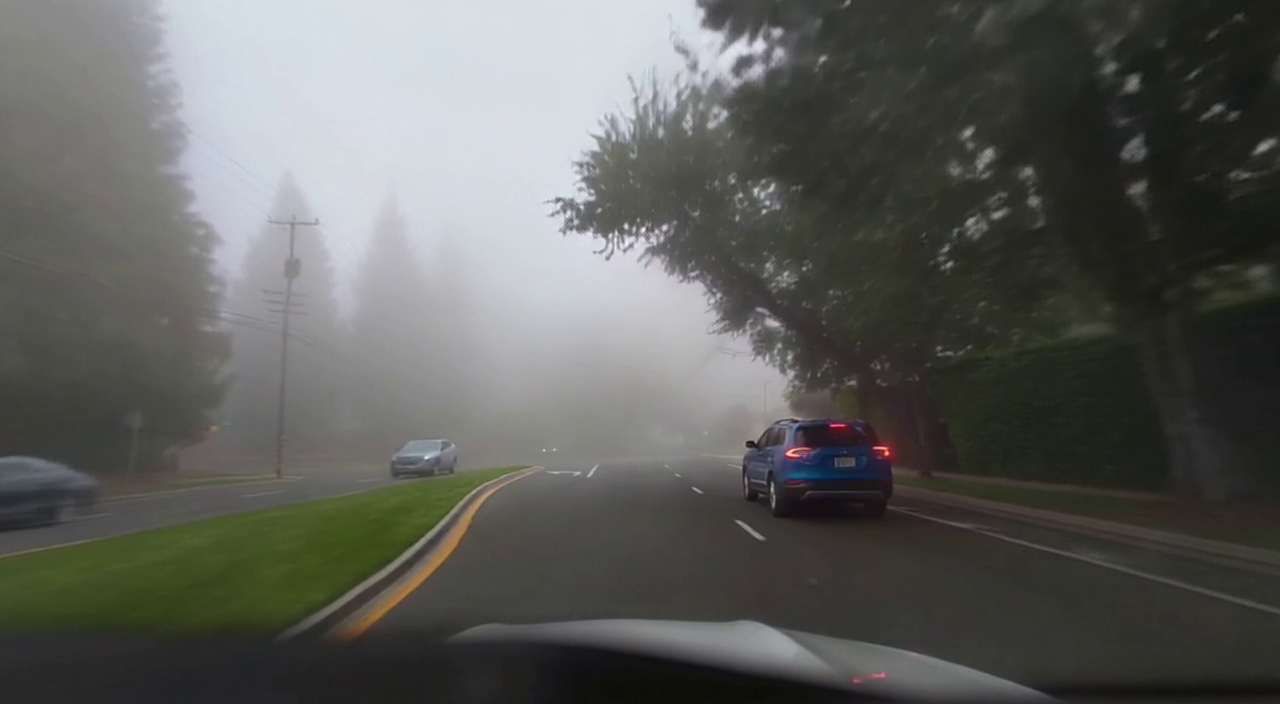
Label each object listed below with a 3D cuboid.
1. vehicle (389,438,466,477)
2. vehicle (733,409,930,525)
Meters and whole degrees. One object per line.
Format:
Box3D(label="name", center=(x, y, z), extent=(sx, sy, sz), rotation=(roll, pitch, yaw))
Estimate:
Box3D(label="vehicle", center=(-10.226, 5.087, 30.861), extent=(2.075, 1.739, 4.864), rotation=(0, -8, 0))
Box3D(label="vehicle", center=(3.330, 2.134, 12.245), extent=(2.193, 1.777, 4.772), rotation=(0, -8, -1))
